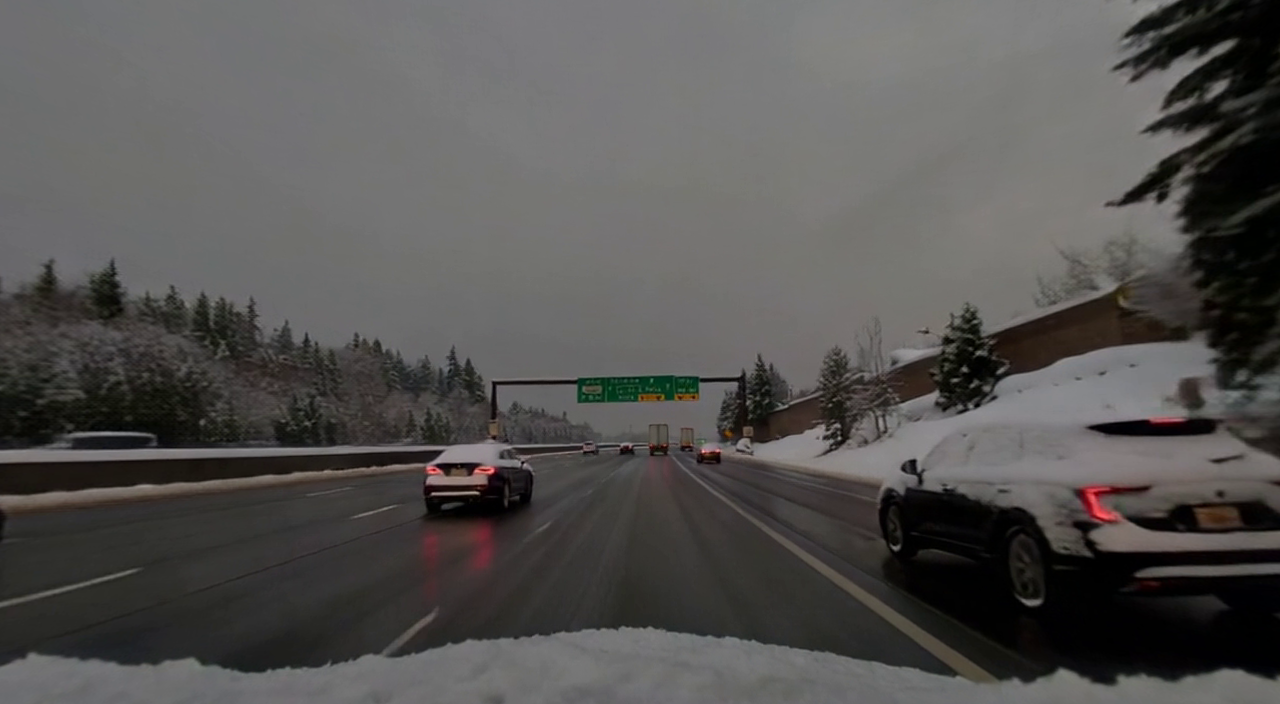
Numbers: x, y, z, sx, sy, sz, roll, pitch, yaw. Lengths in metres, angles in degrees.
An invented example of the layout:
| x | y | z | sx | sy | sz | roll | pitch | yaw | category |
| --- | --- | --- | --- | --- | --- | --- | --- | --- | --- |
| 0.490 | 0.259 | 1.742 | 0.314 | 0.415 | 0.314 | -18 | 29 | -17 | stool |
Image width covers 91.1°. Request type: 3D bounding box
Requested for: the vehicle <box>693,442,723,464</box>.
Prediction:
| x | y | z | sx | sy | sz | roll | pitch | yaw | category |
| --- | --- | --- | --- | --- | --- | --- | --- | --- | --- |
| 5.239 | 7.833 | 48.885 | 2.046 | 1.655 | 4.143 | 0 | -9 | 2 | vehicle |

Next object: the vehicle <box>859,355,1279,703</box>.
| x | y | z | sx | sy | sz | roll | pitch | yaw | category |
| --- | --- | --- | --- | --- | --- | --- | --- | --- | --- |
| 3.703 | 1.208 | 5.172 | 2.108 | 1.709 | 4.703 | 0 | -9 | 1 | vehicle |

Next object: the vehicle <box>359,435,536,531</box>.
| x | y | z | sx | sy | sz | roll | pitch | yaw | category |
| --- | --- | --- | --- | --- | --- | --- | --- | --- | --- |
| -3.369 | 2.368 | 11.970 | 1.947 | 1.479 | 4.114 | 0 | -9 | 2 | vehicle |

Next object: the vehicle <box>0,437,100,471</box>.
| x | y | z | sx | sy | sz | roll | pitch | yaw | category |
| --- | --- | --- | --- | --- | --- | --- | --- | --- | --- |
| -27.935 | 4.724 | 29.251 | 1.960 | 1.438 | 3.957 | 0 | -9 | 2 | vehicle |
